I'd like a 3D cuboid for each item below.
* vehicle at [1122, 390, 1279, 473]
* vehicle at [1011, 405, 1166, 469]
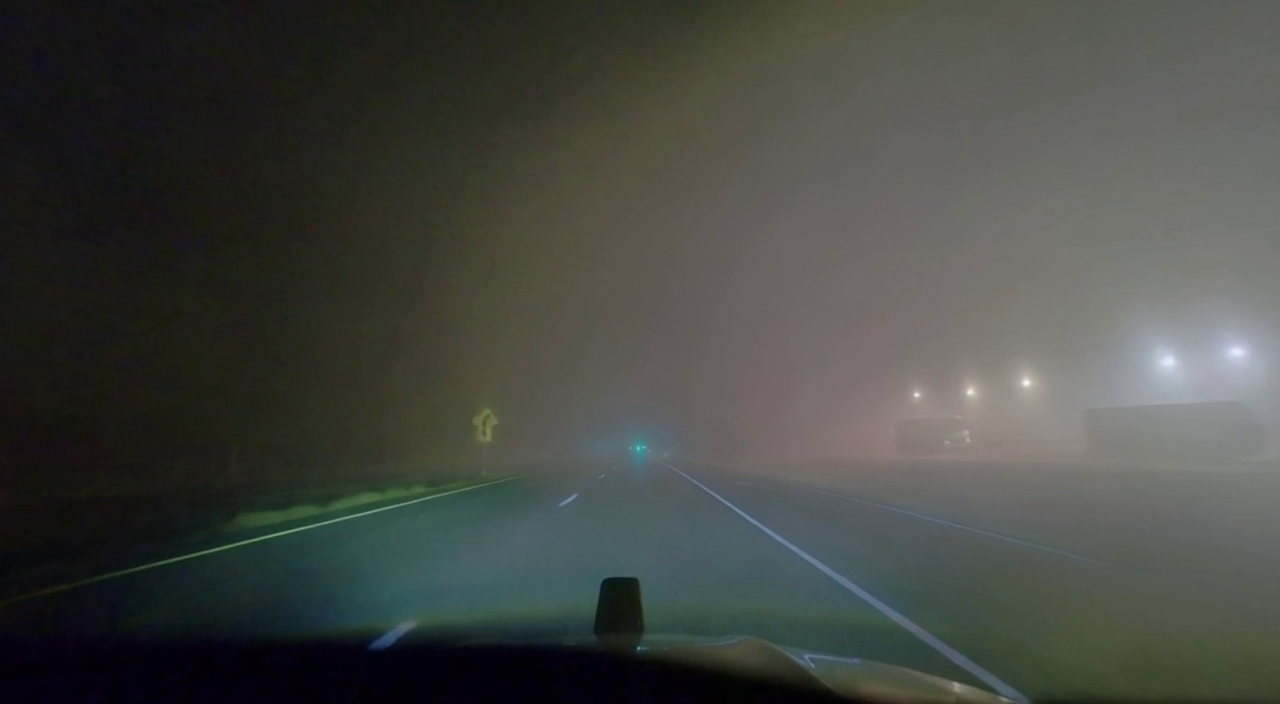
[{"bbox_3d":[30.291,4.310,33.419,2.774,3.876,8.078,0,-9,-1],"label":"vehicle"},{"bbox_3d":[29.947,5.846,42.972,2.849,3.823,9.839,0,-9,-3],"label":"vehicle"}]
